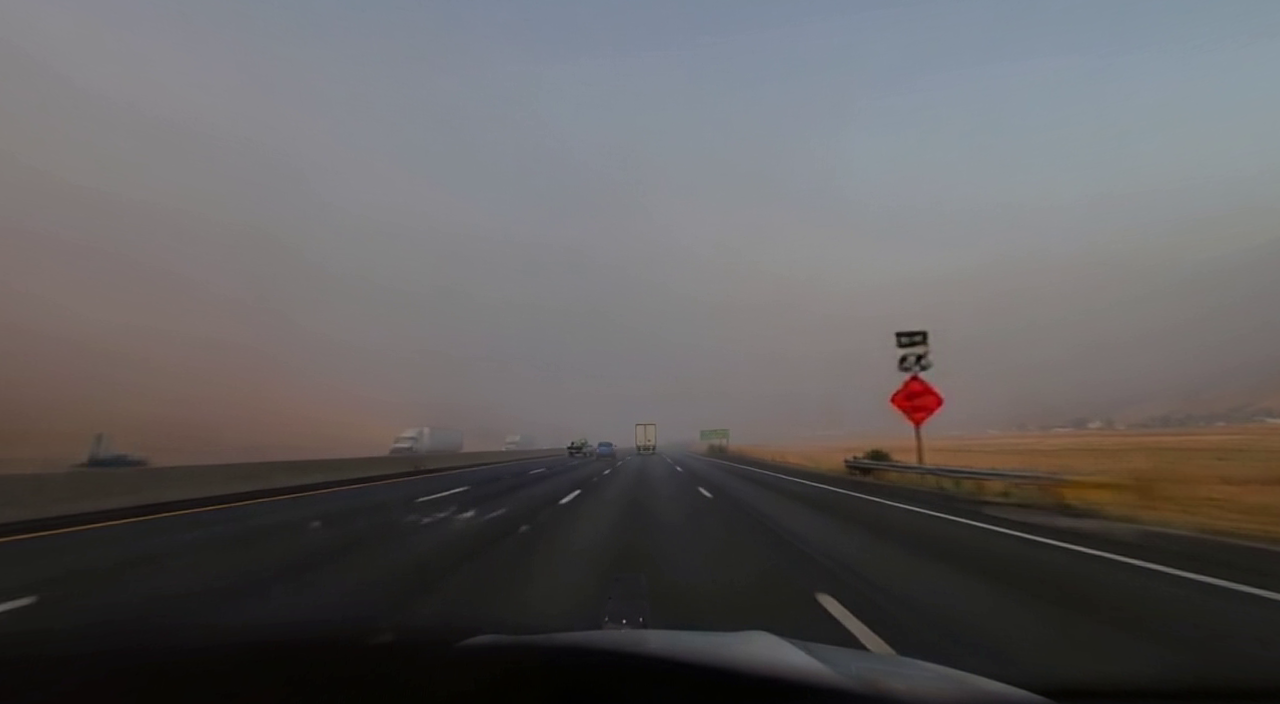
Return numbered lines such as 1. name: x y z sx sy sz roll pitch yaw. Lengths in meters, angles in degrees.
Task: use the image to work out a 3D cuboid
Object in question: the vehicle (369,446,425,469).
1. vehicle: -16.814 7.269 43.872 1.918 1.479 4.792 0 -8 1
